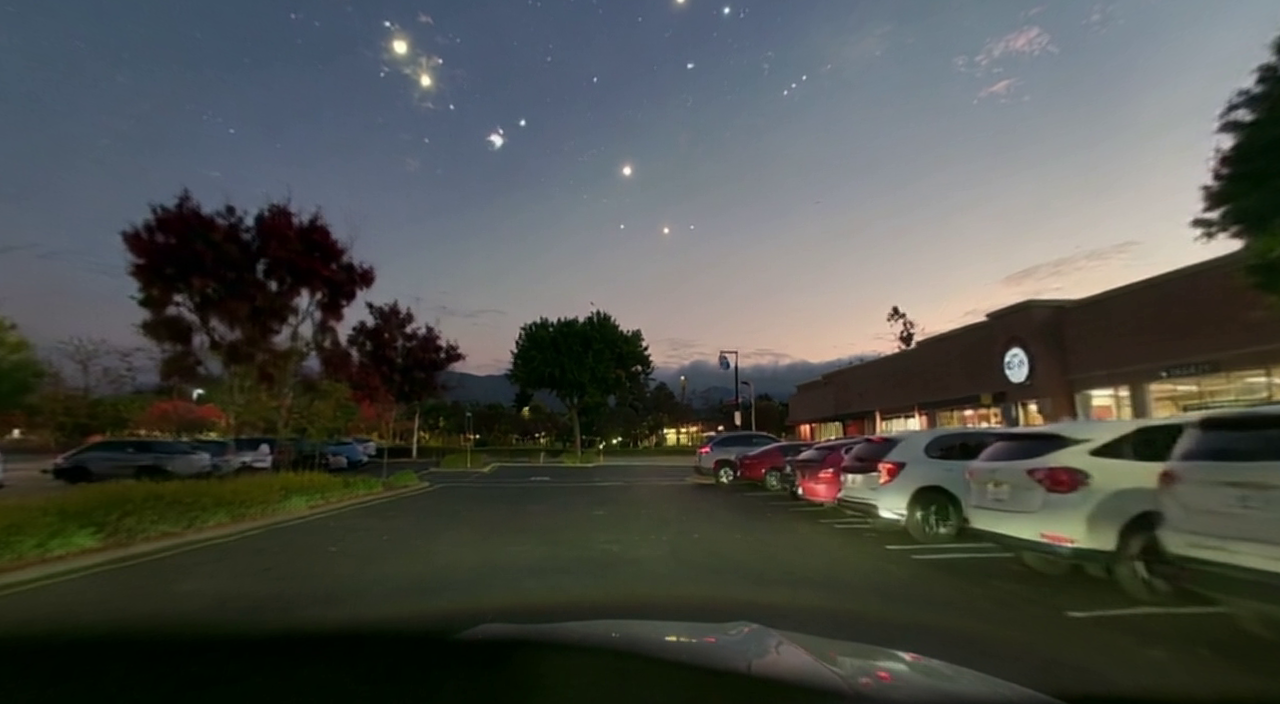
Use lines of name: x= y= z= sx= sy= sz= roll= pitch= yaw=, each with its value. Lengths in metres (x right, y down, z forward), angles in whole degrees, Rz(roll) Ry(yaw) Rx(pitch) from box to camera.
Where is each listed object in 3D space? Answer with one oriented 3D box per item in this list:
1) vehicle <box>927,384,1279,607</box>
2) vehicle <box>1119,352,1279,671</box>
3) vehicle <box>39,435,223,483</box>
vehicle: x=5.646 y=1.365 z=6.577 sx=4.256 sy=1.876 sz=2.064 roll=0 pitch=-8 yaw=-3
vehicle: x=6.038 y=0.959 z=3.828 sx=4.409 sy=1.892 sz=2.298 roll=0 pitch=-8 yaw=-3
vehicle: x=-17.326 y=3.624 z=21.801 sx=4.651 sy=1.494 sz=1.914 roll=6 pitch=-10 yaw=-36
